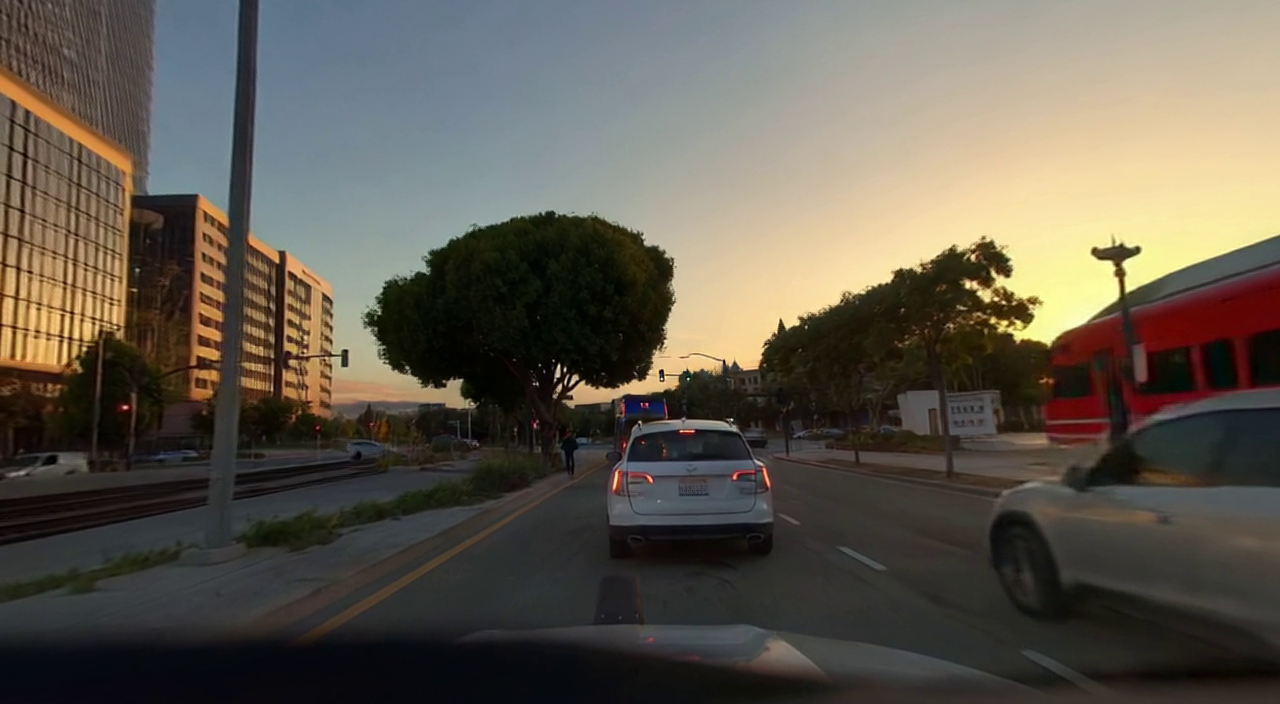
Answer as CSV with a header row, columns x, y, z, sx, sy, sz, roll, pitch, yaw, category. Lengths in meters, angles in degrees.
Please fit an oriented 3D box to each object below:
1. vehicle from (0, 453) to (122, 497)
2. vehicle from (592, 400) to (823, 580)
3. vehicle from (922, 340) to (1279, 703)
x,y,z,sx,sy,sz,roll,pitch,yaw,category
-23.057,4.700,24.379,1.900,1.465,4.781,0,-9,0,vehicle
0.550,1.610,8.064,2.190,1.684,4.084,0,-9,-3,vehicle
3.846,0.962,3.676,2.212,1.709,4.715,0,-9,0,vehicle
